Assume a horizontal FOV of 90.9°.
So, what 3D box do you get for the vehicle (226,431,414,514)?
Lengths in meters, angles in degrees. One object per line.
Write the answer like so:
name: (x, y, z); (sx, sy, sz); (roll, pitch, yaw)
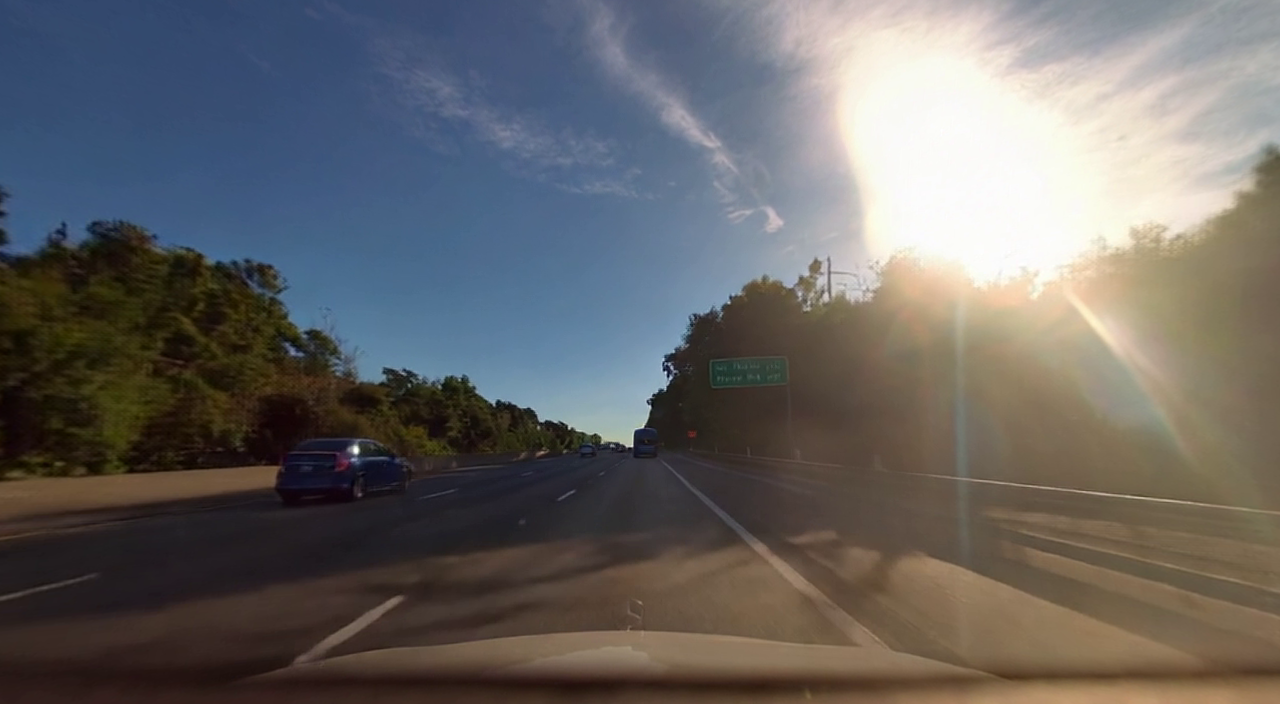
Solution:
vehicle: (-7.429, 2.826, 15.344); (2.080, 1.674, 4.660); (0, -8, 1)
